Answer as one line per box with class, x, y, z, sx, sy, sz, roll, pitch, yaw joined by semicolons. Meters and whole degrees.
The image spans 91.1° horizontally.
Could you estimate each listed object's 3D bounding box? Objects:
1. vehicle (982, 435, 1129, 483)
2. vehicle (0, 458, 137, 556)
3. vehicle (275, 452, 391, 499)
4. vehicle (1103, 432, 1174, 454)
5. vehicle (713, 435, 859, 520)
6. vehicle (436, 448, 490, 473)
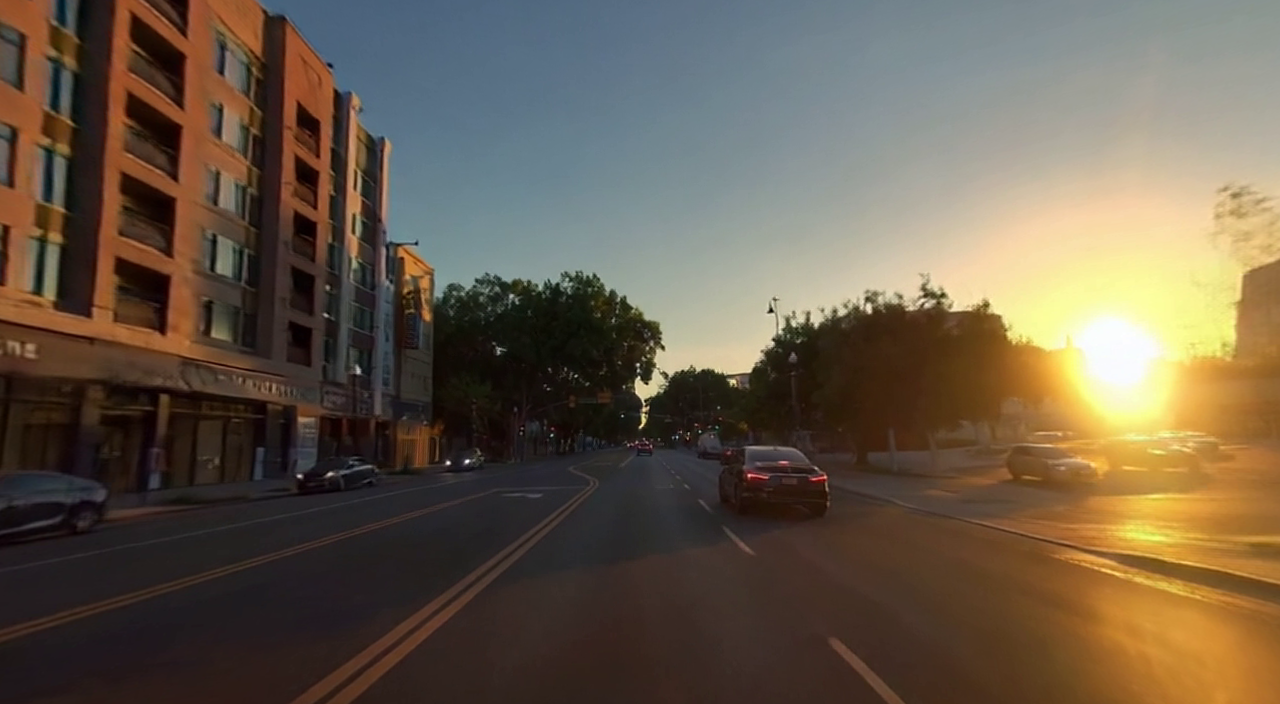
vehicle;16.196;4.148;24.643;4.412;1.503;1.771;-4;-7;0
vehicle;-12.192;2.923;11.935;1.867;1.583;4.108;-1;-8;0
vehicle;-12.018;4.838;25.034;2.015;1.521;4.798;-1;-8;3
vehicle;38.016;6.933;47.837;4.573;1.629;2.467;4;-9;-27
vehicle;2.931;2.625;13.733;2.080;1.524;4.348;0;-8;-1
vehicle;-11.748;7.295;42.067;1.944;1.575;4.895;-1;-10;3
